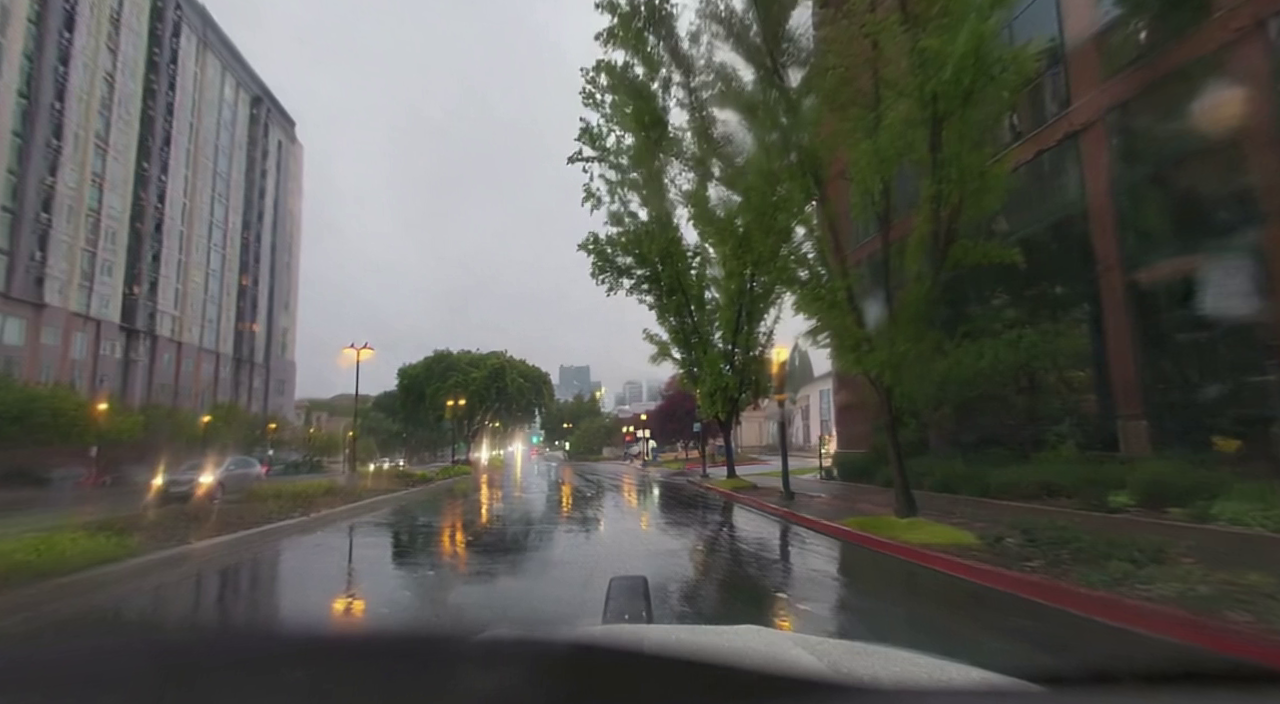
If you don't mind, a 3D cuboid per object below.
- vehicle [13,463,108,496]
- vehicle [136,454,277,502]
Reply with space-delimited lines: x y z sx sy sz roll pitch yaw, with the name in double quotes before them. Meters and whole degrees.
"vehicle" -37.505 8.219 40.992 2.235 1.777 4.963 2 -9 -13
"vehicle" -15.492 4.501 22.926 2.179 1.461 4.812 1 -8 -7
